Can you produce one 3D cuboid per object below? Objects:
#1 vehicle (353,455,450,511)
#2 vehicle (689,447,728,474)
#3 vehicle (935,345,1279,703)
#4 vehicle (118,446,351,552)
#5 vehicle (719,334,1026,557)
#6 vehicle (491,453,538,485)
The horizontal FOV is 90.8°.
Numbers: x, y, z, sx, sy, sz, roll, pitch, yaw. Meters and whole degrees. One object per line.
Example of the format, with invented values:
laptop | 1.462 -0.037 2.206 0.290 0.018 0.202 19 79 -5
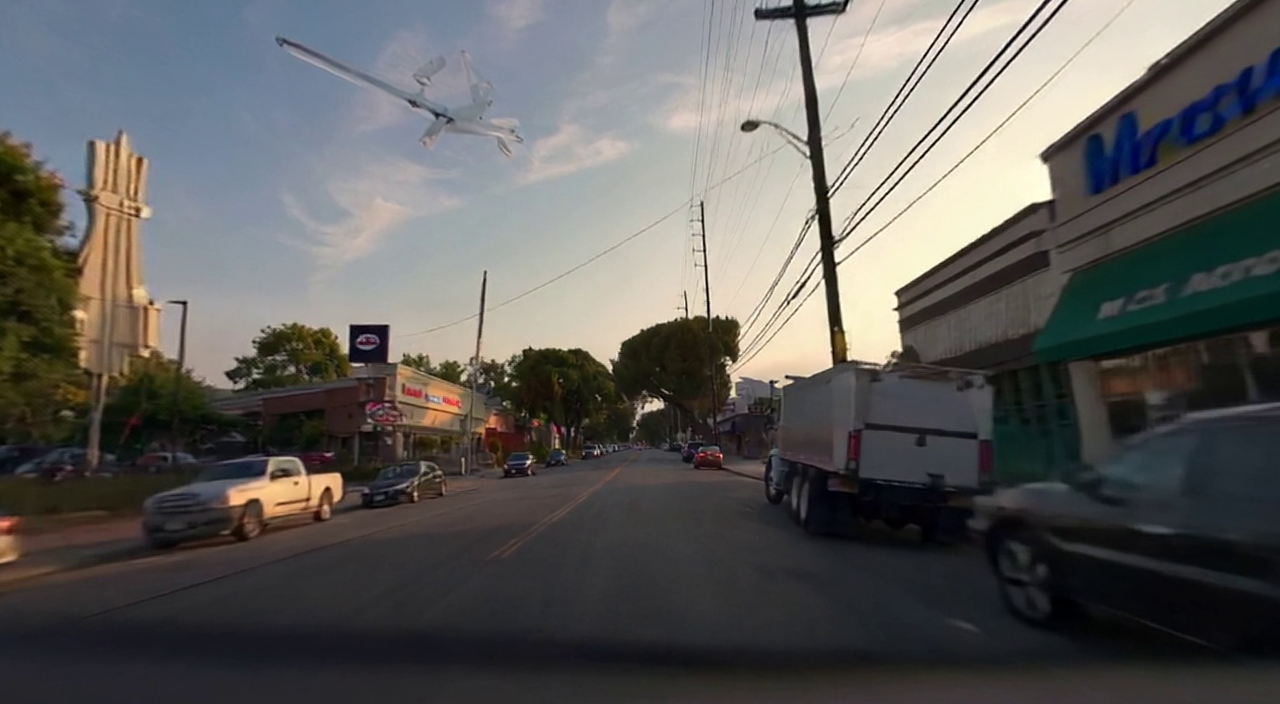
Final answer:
vehicle | -7.623 4.182 20.564 1.678 1.468 3.706 -4 -9 1
vehicle | 4.262 6.792 39.798 1.990 1.521 4.693 -1 -8 1
vehicle | 3.766 0.949 3.270 2.097 1.784 4.915 -1 -8 0
vehicle | -7.699 2.754 12.612 1.882 1.639 4.187 -3 -8 0
vehicle | 3.998 1.879 13.748 3.011 3.127 8.608 -4 -7 -2
vehicle | -7.241 6.761 36.798 1.787 1.543 4.052 -4 -8 1
